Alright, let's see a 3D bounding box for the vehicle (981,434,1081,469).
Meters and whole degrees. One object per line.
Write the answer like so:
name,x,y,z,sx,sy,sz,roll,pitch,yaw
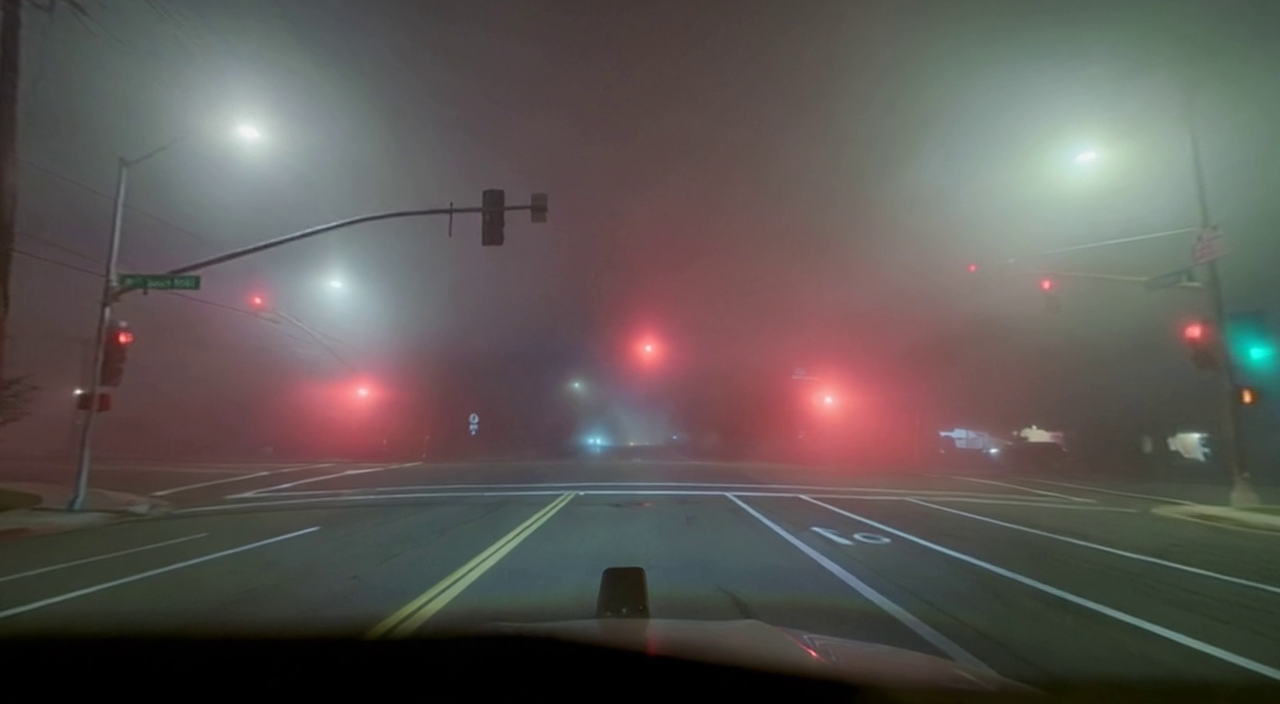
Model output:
vehicle,22.917,5.833,37.207,2.030,1.927,4.853,2,-9,-14
